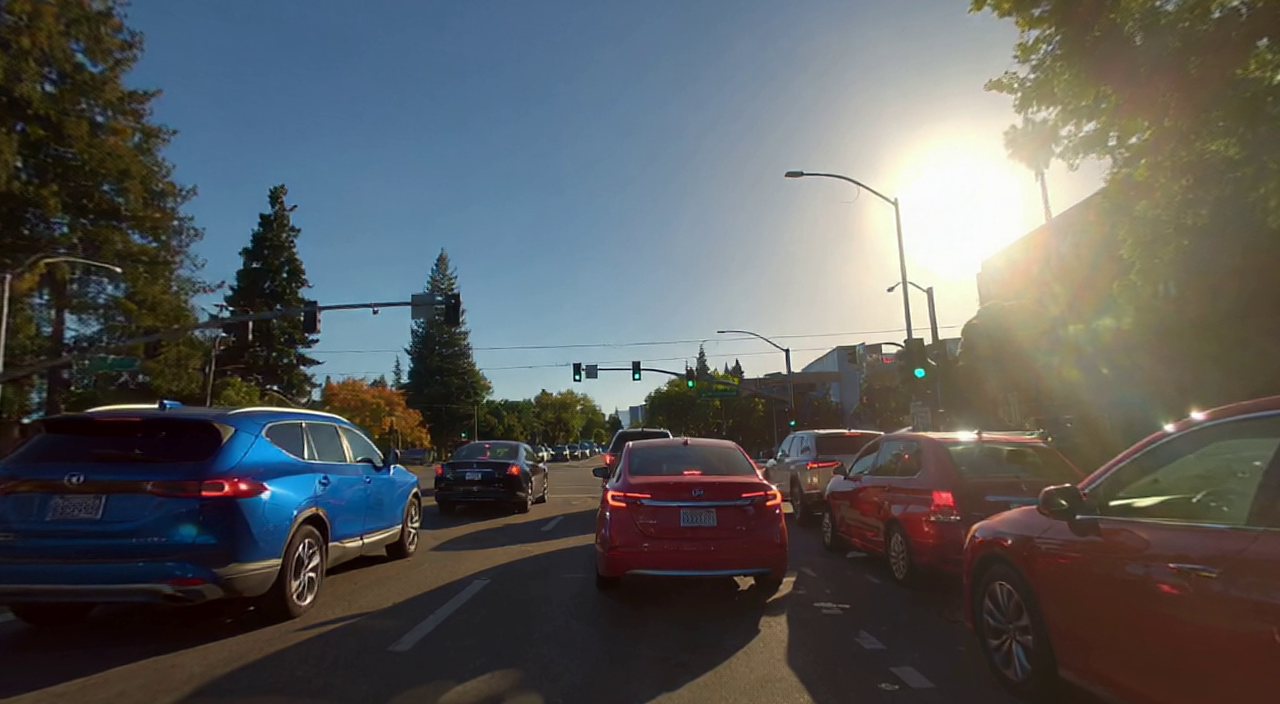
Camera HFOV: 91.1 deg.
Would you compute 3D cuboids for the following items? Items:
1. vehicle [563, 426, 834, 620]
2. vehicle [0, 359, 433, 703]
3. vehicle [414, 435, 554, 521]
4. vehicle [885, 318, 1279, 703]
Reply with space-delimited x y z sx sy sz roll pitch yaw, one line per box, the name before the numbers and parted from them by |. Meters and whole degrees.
vehicle | 0.438 1.598 6.798 2.051 1.460 3.932 0 -8 0
vehicle | -3.467 1.227 5.287 1.889 1.767 4.289 0 -8 1
vehicle | -3.074 2.567 13.311 1.868 1.516 4.114 0 -8 1
vehicle | 3.046 0.919 3.049 1.880 1.747 4.500 0 -8 0
